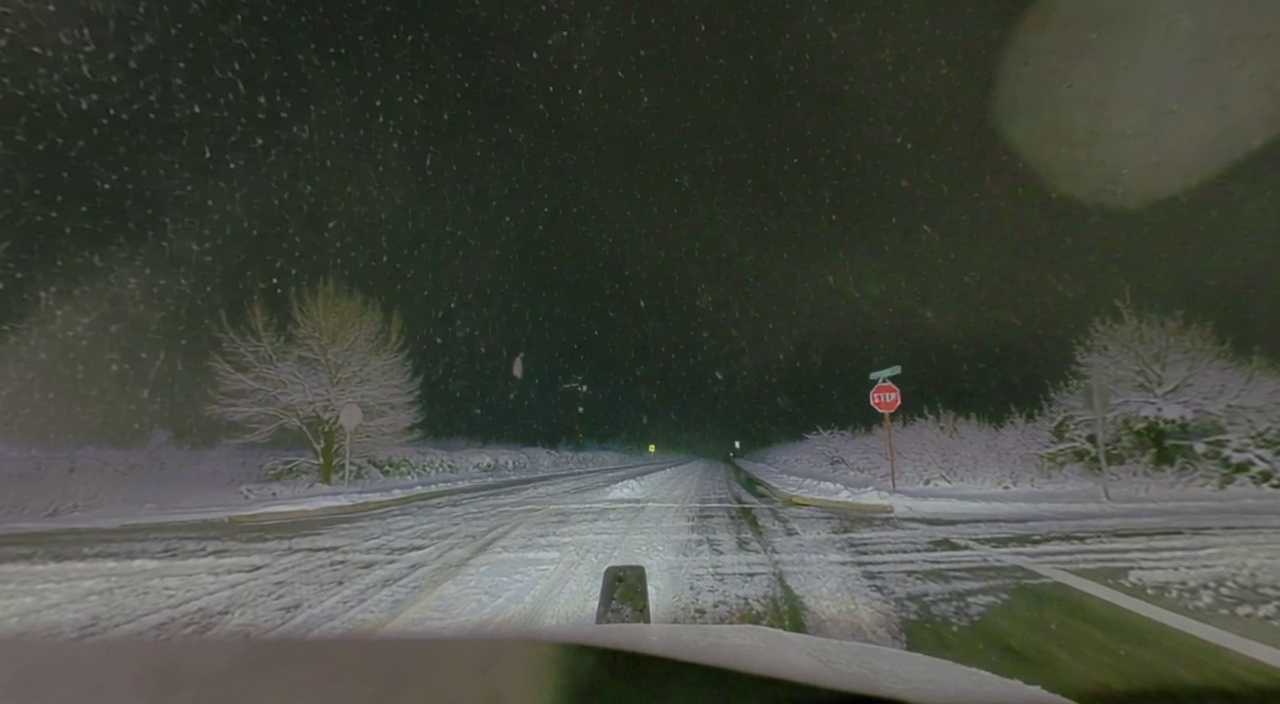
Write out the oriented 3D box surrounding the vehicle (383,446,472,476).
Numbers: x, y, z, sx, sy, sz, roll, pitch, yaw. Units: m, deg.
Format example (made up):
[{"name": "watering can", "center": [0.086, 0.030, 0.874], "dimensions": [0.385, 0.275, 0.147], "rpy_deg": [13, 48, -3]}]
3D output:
[{"name": "vehicle", "center": [-12.743, 6.560, 37.928], "dimensions": [4.590, 1.735, 1.973], "rpy_deg": [-1, -9, 3]}]
